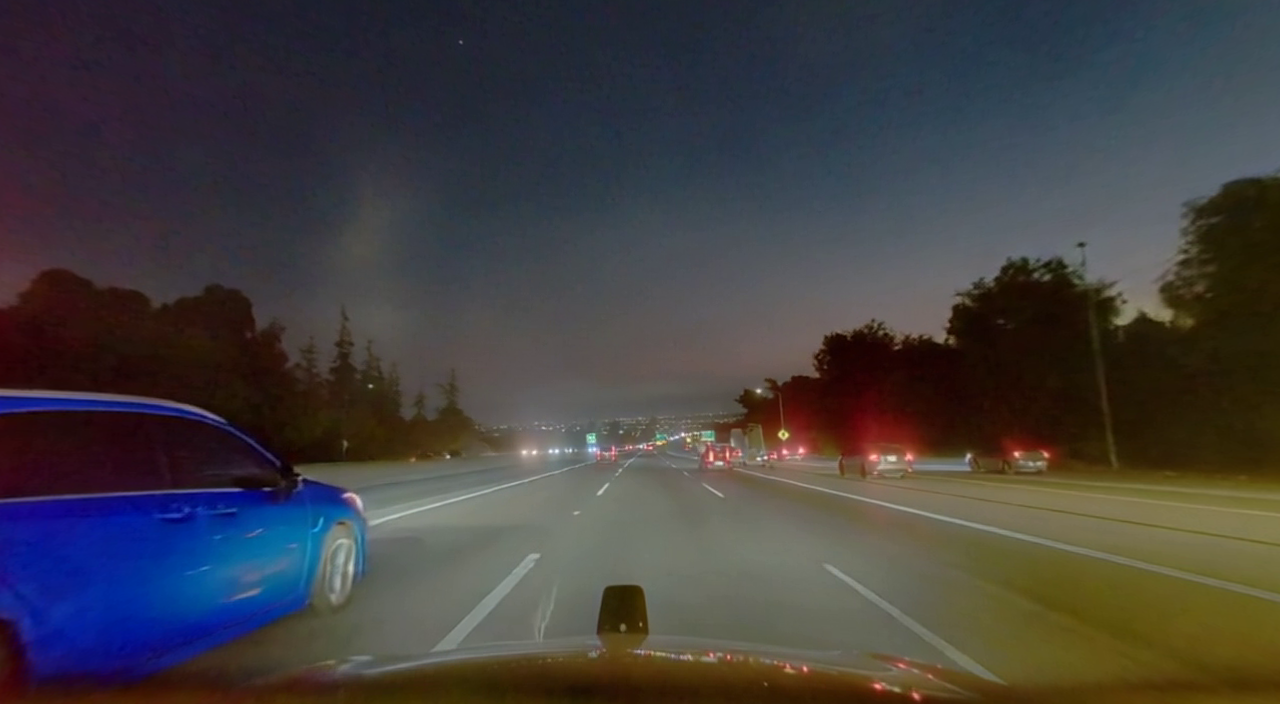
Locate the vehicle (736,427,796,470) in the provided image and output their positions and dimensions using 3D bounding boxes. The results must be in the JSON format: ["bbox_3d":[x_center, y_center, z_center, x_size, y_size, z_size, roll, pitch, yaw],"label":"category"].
[{"bbox_3d":[8.055,6.252,40.907,2.729,2.628,4.875,0,-9,-2],"label":"vehicle"}]

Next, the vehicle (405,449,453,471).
[{"bbox_3d":[-15.648,8.022,47.064,1.962,1.475,4.521,0,-9,1],"label":"vehicle"}]

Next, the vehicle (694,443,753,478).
[{"bbox_3d":[3.800,5.044,29.567,2.080,1.493,4.674,0,-9,-1],"label":"vehicle"}]

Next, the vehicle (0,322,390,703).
[{"bbox_3d":[-3.438,0.899,3.083,2.218,1.764,5.229,0,-9,1],"label":"vehicle"}]

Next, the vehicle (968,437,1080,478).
[{"bbox_3d":[20.669,5.685,34.360,2.221,1.995,5.803,0,-9,-3],"label":"vehicle"}]
